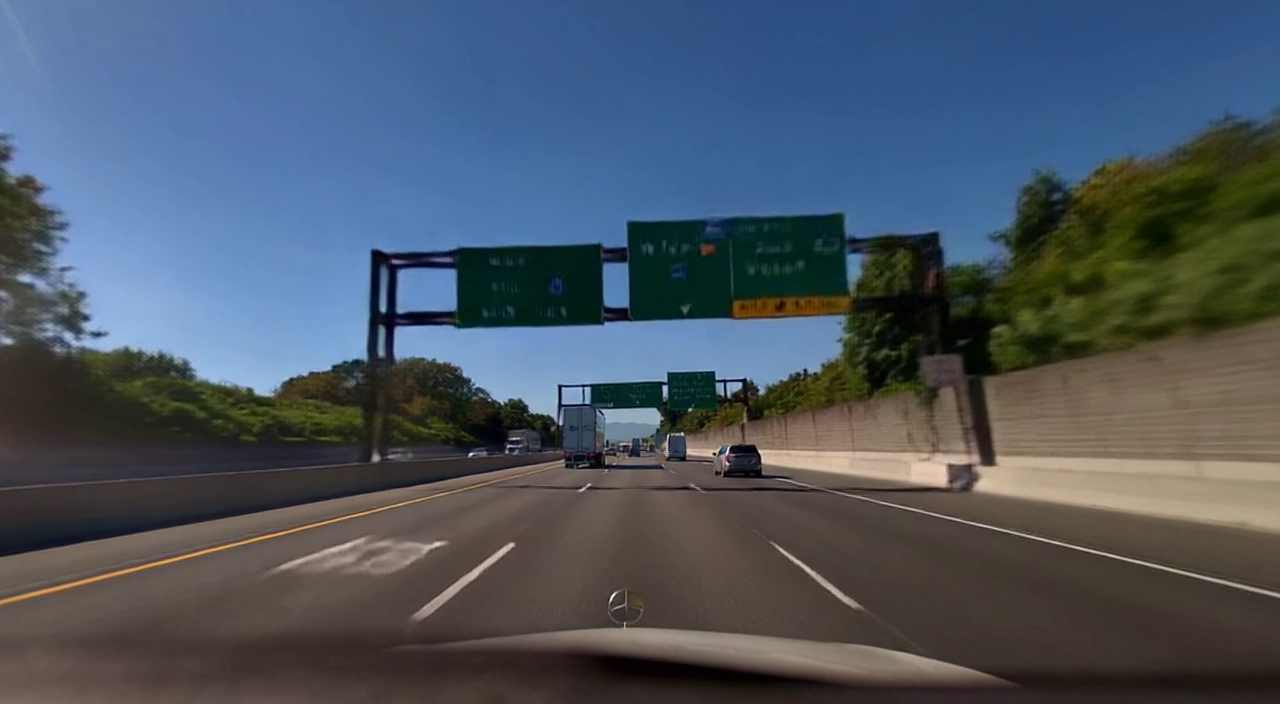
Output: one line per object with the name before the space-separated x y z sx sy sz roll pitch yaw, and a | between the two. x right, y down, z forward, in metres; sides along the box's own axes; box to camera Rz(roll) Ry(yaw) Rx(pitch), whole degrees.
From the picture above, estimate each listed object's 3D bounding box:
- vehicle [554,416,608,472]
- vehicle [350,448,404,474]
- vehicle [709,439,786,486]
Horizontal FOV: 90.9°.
vehicle | -3.617 5.898 40.222 2.667 3.195 6.731 0 -9 1
vehicle | -19.264 7.983 46.379 1.935 1.800 4.470 0 -9 0
vehicle | 3.765 3.962 22.827 1.983 1.545 4.038 0 -9 -1
